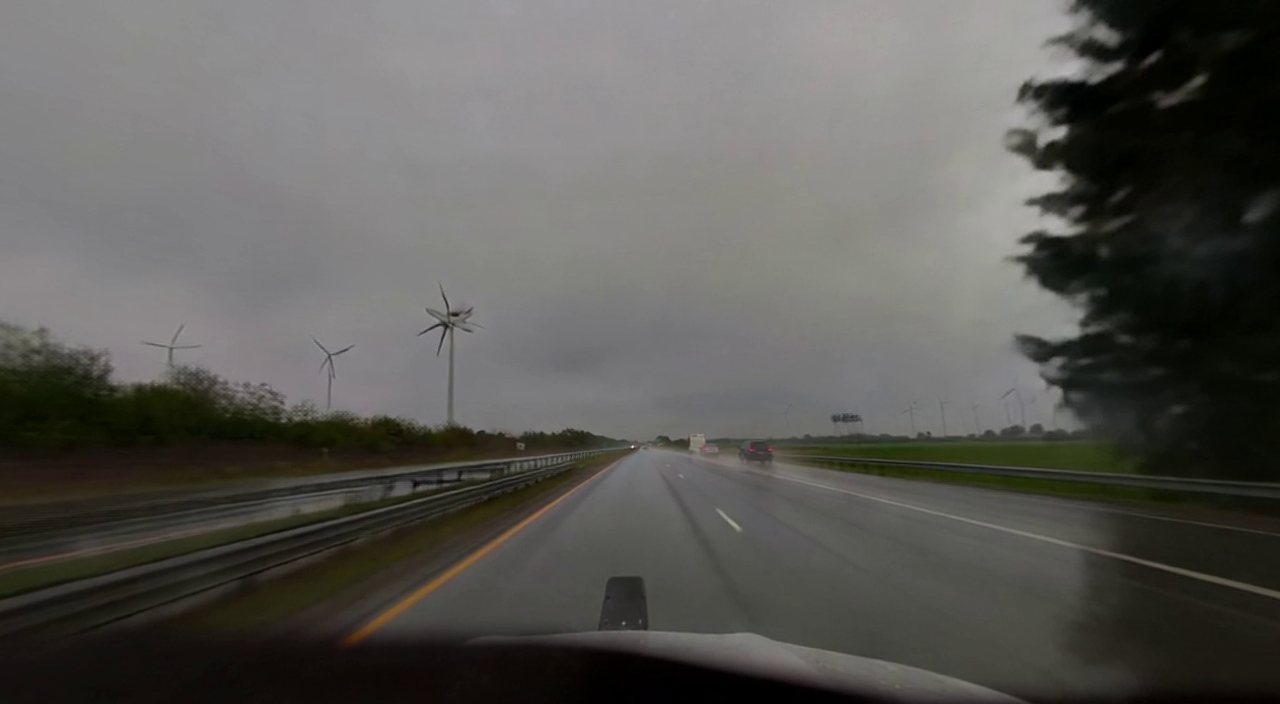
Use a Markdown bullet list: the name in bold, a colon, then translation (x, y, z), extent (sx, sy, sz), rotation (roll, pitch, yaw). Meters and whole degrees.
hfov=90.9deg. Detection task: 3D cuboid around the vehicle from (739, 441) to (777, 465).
- **vehicle**: translation (8.633, 7.451, 46.434), extent (1.897, 1.669, 4.825), rotation (1, -9, 0)
